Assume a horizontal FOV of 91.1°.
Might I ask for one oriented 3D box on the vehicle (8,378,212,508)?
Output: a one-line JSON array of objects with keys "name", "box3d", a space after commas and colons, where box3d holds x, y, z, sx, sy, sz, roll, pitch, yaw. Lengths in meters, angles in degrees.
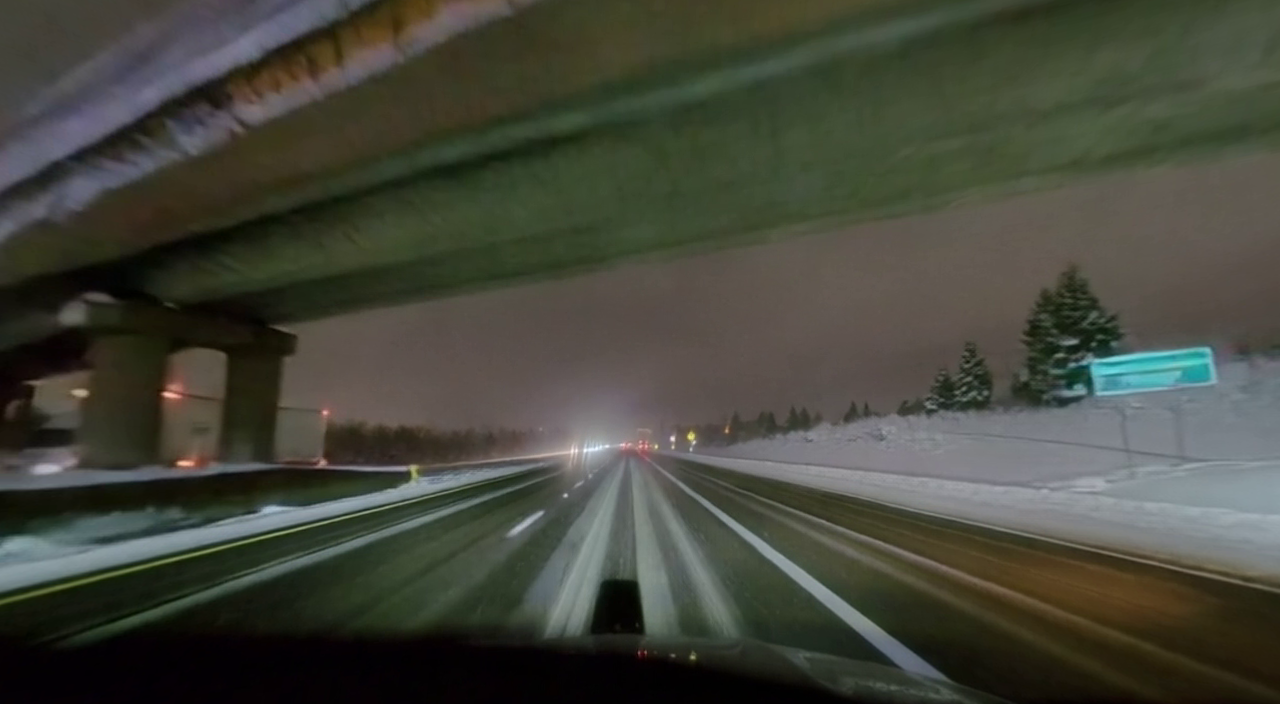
[{"name": "vehicle", "box3d": [-20.821, 3.673, 25.306, 2.968, 4.613, 5.614, 0, -9, 0]}]
